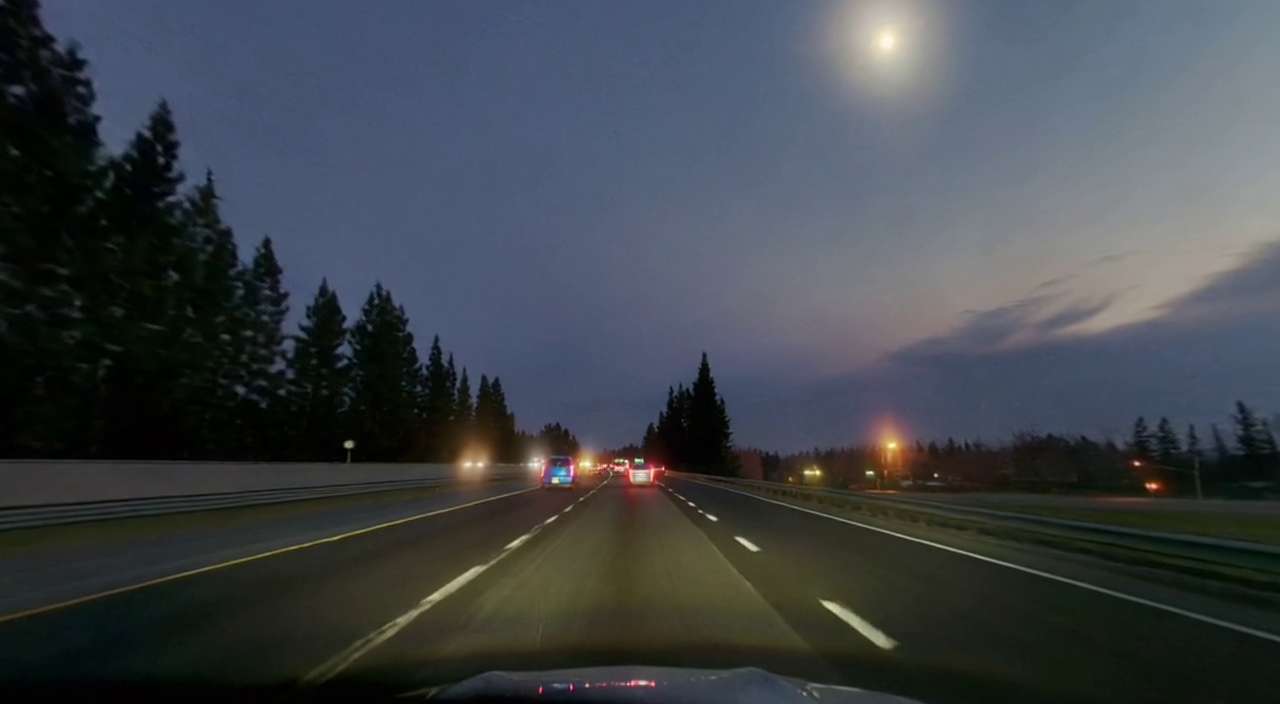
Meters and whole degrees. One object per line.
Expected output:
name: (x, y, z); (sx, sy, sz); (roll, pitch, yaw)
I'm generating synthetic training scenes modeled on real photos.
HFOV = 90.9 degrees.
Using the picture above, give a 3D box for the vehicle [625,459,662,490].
vehicle: (0.141, 6.761, 34.922); (1.905, 1.559, 3.491); (1, -10, -2)

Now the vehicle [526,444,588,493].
vehicle: (-3.873, 5.551, 30.200); (2.237, 2.113, 4.815); (0, -10, 0)
